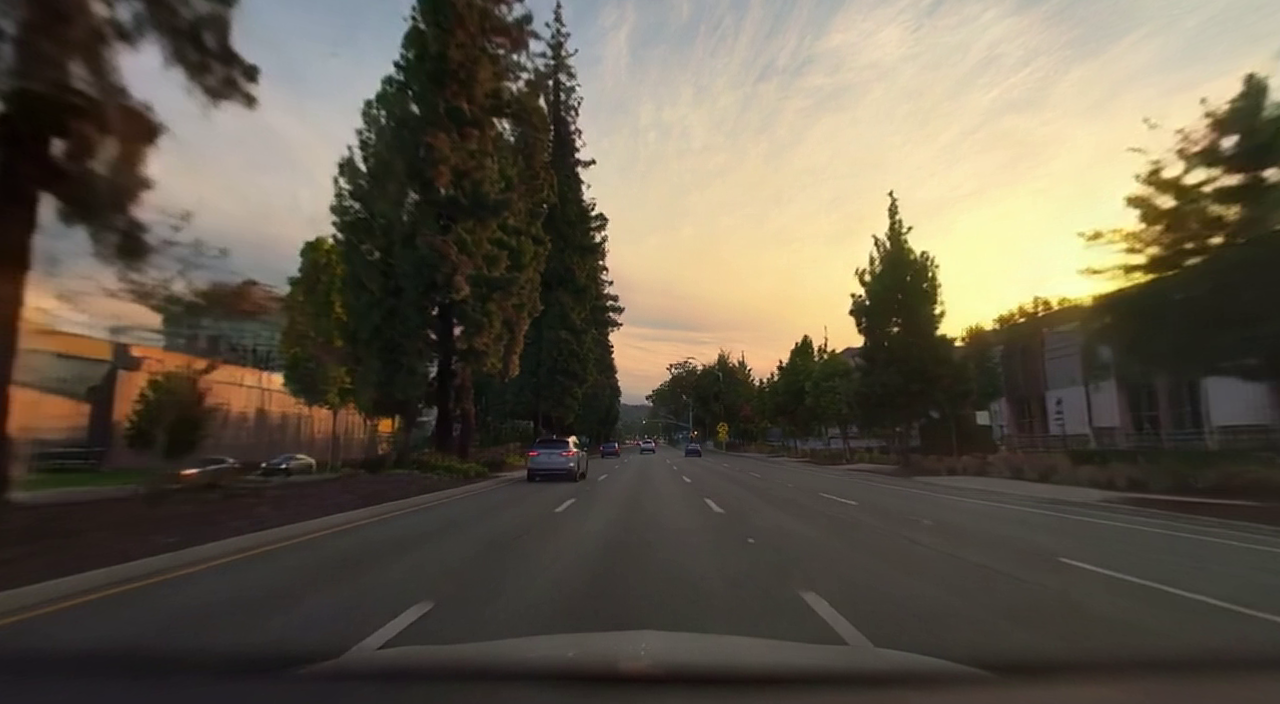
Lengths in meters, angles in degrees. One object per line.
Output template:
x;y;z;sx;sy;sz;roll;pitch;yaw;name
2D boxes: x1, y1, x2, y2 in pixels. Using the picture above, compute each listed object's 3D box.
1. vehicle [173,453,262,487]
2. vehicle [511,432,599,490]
-23.754;6.621;35.664;1.921;1.751;4.514;0;-8;-1;vehicle
-2.612;3.490;20.597;2.121;1.656;4.559;0;-8;2;vehicle
